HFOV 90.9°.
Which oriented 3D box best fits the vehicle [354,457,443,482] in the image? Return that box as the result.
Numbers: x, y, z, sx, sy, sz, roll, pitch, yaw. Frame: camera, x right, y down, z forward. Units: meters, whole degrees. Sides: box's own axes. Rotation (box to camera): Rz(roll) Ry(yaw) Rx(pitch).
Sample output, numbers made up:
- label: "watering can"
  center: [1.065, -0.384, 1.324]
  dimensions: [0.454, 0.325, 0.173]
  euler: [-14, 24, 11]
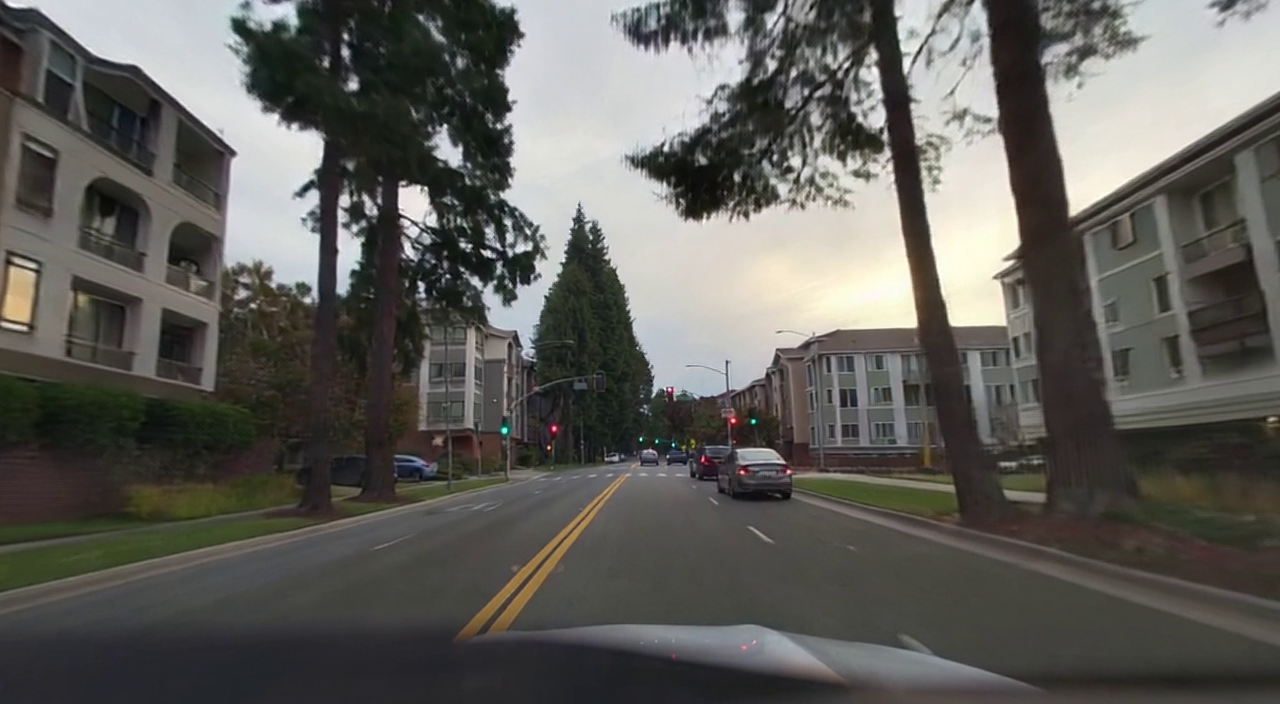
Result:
- label: "vehicle"
  center: [-15.160, 7.378, 39.736]
  dimensions: [4.727, 1.483, 2.002]
  euler: [-1, -9, 3]

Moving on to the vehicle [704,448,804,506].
- label: "vehicle"
  center: [3.238, 3.650, 18.945]
  dimensions: [2.078, 1.488, 4.741]
  euler: [0, -9, -1]

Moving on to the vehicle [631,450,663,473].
- label: "vehicle"
  center: [0.419, 7.560, 43.547]
  dimensions: [2.097, 1.463, 4.043]
  euler: [0, -9, -1]
